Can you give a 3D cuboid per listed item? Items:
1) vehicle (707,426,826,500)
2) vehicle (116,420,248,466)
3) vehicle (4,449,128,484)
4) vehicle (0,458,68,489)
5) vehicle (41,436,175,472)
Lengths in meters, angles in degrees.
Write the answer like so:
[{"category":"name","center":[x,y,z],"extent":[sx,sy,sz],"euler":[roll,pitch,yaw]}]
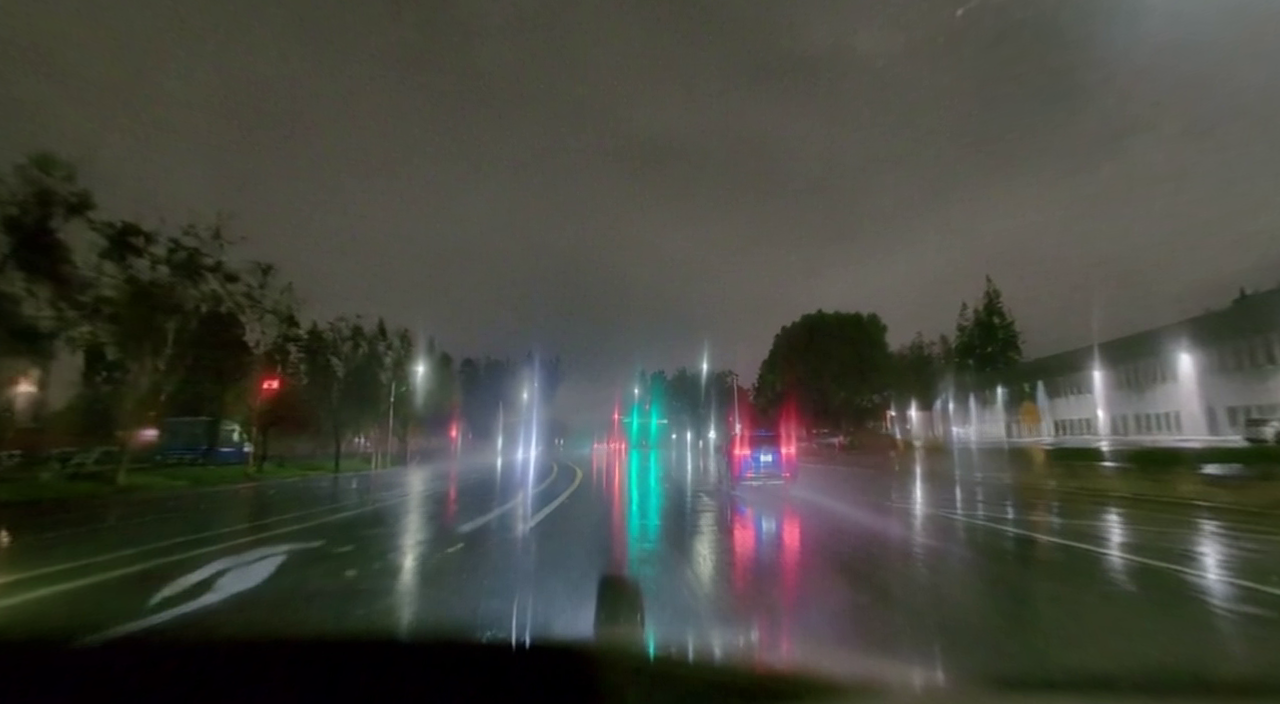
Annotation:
[{"category":"vehicle","center":[3.126,2.860,16.641],"extent":[2.060,1.665,4.284],"euler":[0,-8,-2]},{"category":"vehicle","center":[-33.793,6.785,46.842],"extent":[7.388,3.256,2.750],"euler":[0,-9,-2]},{"category":"vehicle","center":[-30.101,5.973,33.241],"extent":[4.399,1.729,2.076],"euler":[0,-8,0]},{"category":"vehicle","center":[-30.547,5.848,30.468],"extent":[3.925,1.375,1.961],"euler":[0,-8,0]},{"category":"vehicle","center":[-30.257,5.839,36.076],"extent":[5.496,1.884,2.189],"euler":[1,-9,-1]}]
